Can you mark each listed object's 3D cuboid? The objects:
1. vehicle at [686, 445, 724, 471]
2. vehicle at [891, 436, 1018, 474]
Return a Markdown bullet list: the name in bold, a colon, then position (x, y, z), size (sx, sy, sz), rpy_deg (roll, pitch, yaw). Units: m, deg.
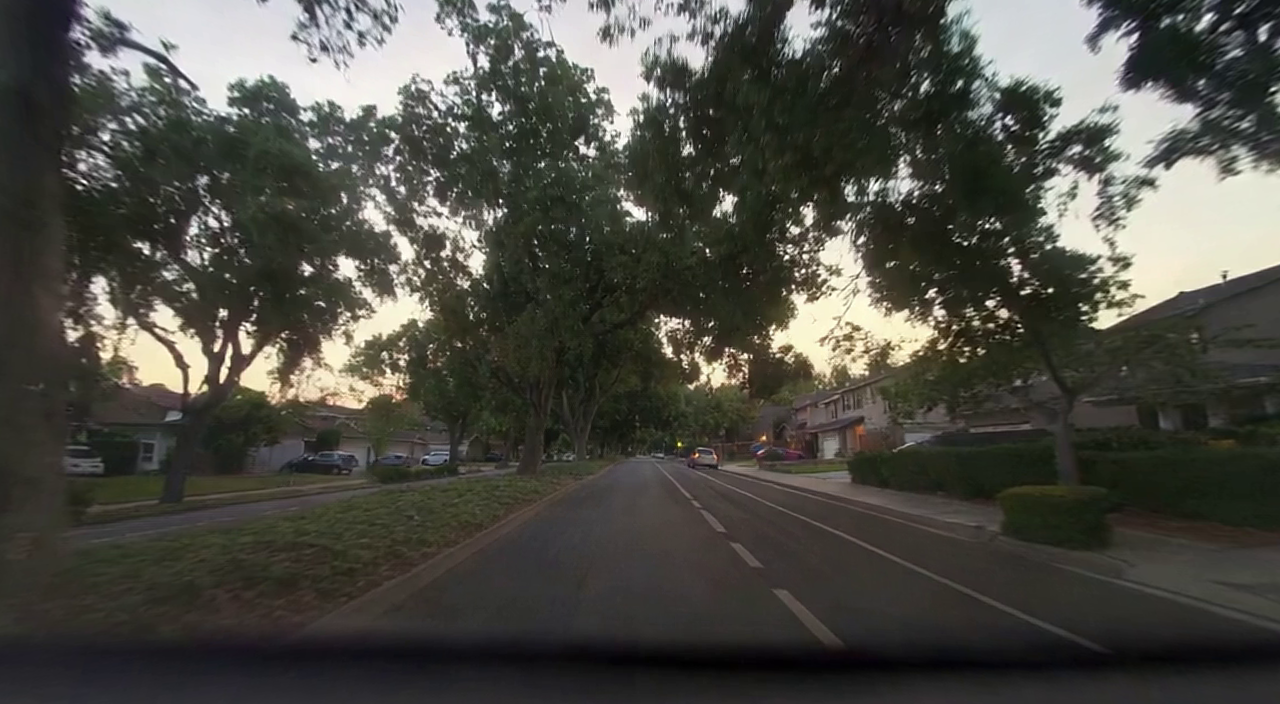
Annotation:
- **vehicle**: position (4.799, 7.874, 47.206), size (2.196, 1.801, 4.778), rpy_deg (0, -9, -1)
- **vehicle**: position (13.894, 4.554, 28.097), size (4.570, 1.502, 1.877), rpy_deg (-1, -8, -1)
